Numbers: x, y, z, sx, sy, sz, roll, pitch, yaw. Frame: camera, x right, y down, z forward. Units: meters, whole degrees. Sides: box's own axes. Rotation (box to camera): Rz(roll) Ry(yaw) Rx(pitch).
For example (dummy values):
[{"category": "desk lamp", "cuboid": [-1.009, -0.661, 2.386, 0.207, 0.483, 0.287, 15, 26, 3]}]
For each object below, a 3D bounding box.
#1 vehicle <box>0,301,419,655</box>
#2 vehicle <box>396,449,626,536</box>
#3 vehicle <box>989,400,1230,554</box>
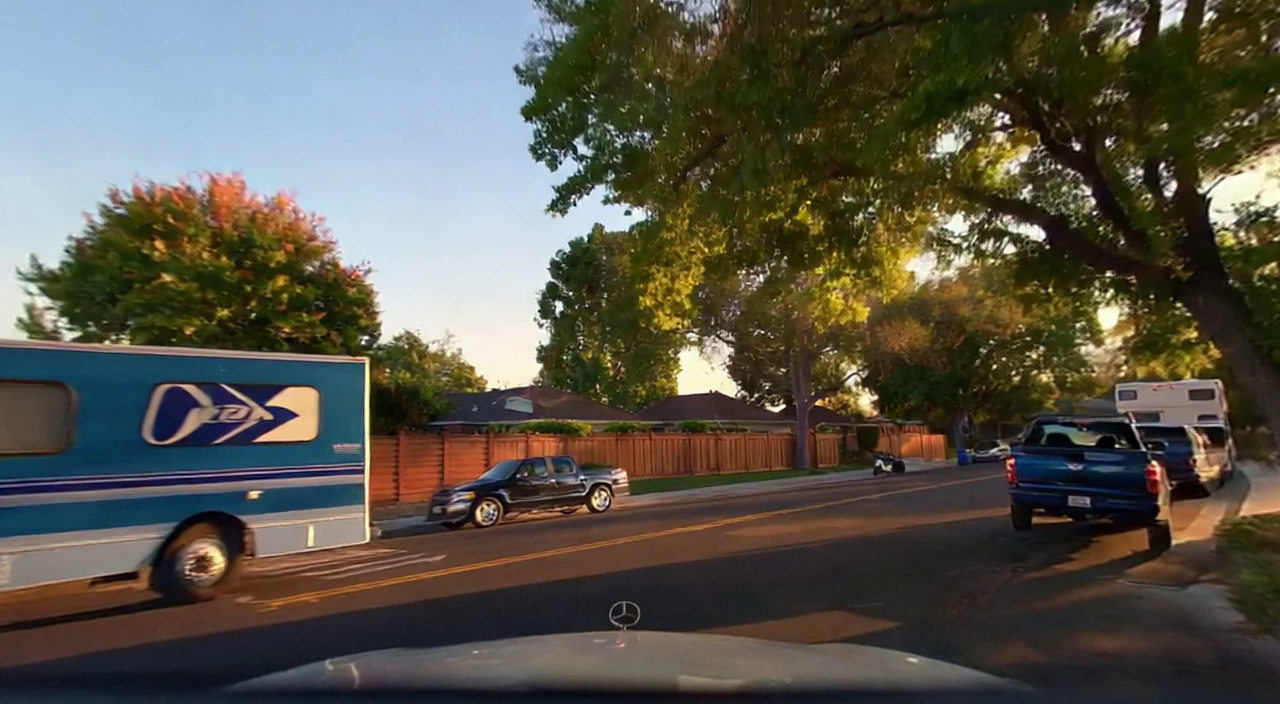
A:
[{"category": "vehicle", "cuboid": [-5.296, 1.105, 5.937, 2.367, 2.618, 5.497, -8, -12, 42]}, {"category": "vehicle", "cuboid": [-2.564, 2.873, 13.586, 1.816, 1.489, 4.653, -8, -12, 42]}, {"category": "vehicle", "cuboid": [7.820, 1.798, 10.187, 5.726, 1.785, 2.182, 7, -10, -44]}]
